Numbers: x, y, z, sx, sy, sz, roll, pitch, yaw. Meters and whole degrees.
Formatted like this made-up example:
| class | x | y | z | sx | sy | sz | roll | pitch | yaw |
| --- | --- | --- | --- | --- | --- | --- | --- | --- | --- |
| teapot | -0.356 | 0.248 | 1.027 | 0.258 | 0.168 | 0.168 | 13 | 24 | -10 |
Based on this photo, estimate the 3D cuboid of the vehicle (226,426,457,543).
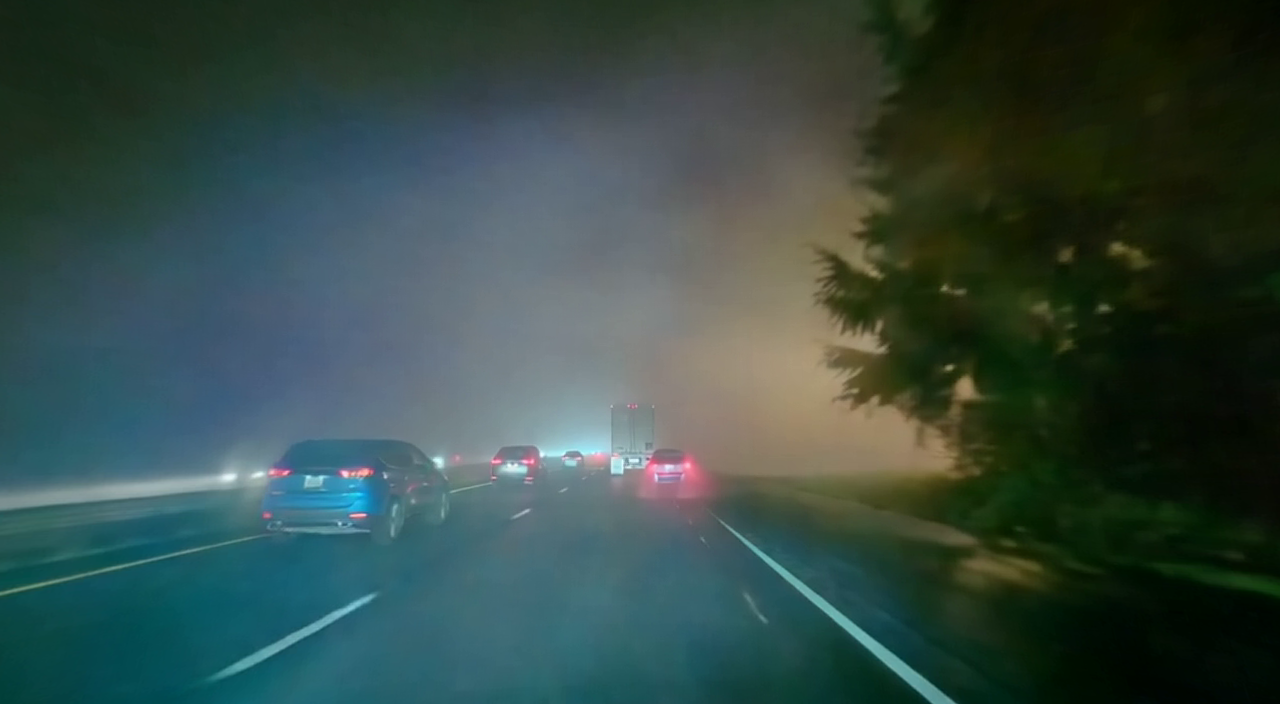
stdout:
| class | x | y | z | sx | sy | sz | roll | pitch | yaw |
| --- | --- | --- | --- | --- | --- | --- | --- | --- | --- |
| vehicle | -4.944 | 2.247 | 11.210 | 2.100 | 1.671 | 4.105 | 0 | -9 | 0 |

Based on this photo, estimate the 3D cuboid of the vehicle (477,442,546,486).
| class | x | y | z | sx | sy | sz | roll | pitch | yaw |
| --- | --- | --- | --- | --- | --- | --- | --- | --- | --- |
| vehicle | -5.211 | 4.606 | 26.028 | 2.035 | 1.664 | 4.064 | 0 | -9 | -1 |

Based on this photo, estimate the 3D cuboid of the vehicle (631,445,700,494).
| class | x | y | z | sx | sy | sz | roll | pitch | yaw |
| --- | --- | --- | --- | --- | --- | --- | --- | --- | --- |
| vehicle | 0.759 | 3.907 | 21.207 | 2.026 | 1.489 | 4.045 | 0 | -9 | -2 |

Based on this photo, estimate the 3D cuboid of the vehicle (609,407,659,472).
| class | x | y | z | sx | sy | sz | roll | pitch | yaw |
| --- | --- | --- | --- | --- | --- | --- | --- | --- | --- |
| vehicle | -0.620 | 6.330 | 44.915 | 3.113 | 4.066 | 10.786 | 0 | -9 | -3 |
